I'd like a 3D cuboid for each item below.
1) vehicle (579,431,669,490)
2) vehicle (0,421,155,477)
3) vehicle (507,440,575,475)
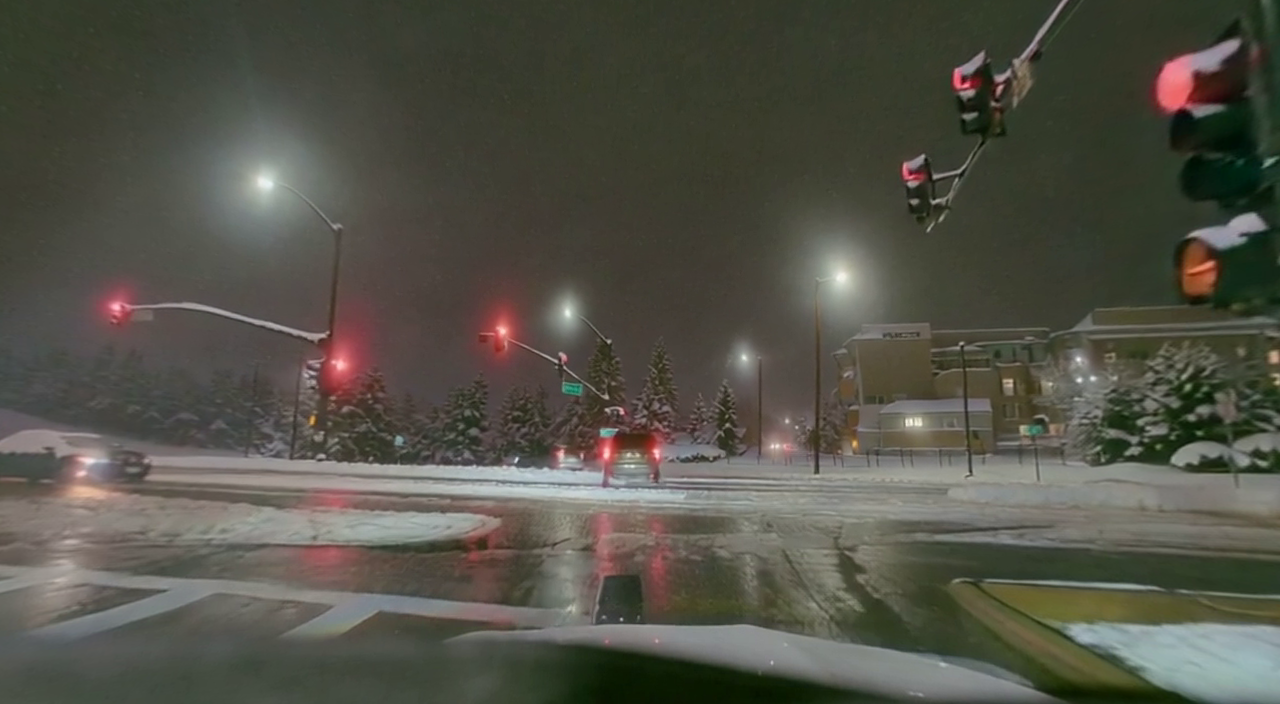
[{"bbox_3d":[-0.596,3.137,18.611,2.048,1.516,3.874,1,-8,-11],"label":"vehicle"},{"bbox_3d":[-18.437,3.060,20.144,5.413,1.572,2.325,-4,-9,24],"label":"vehicle"},{"bbox_3d":[-4.987,5.221,31.529,2.007,1.605,3.852,5,-9,-31],"label":"vehicle"}]
